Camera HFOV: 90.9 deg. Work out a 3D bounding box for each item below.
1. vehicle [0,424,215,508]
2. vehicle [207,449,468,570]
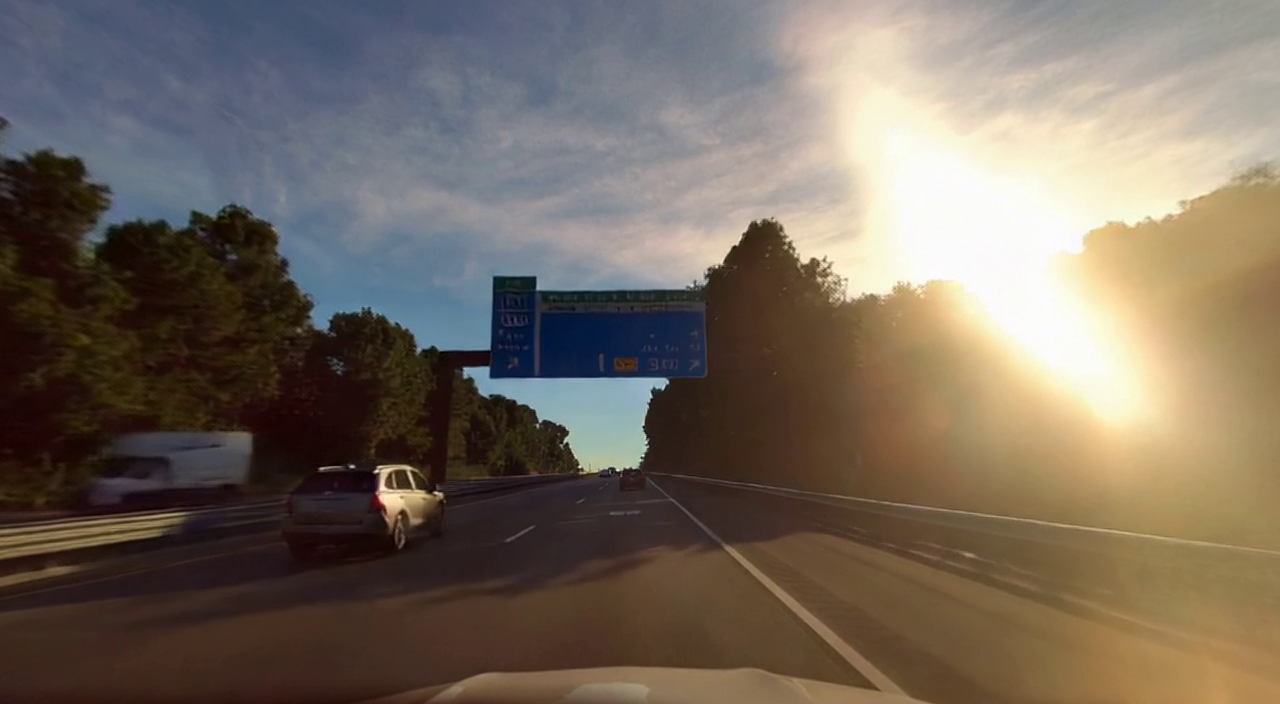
[{"bbox_3d":[-16.742,3.662,20.212,2.216,2.293,5.474,1,-11,1],"label":"vehicle"},{"bbox_3d":[-4.415,2.401,10.182,2.003,1.479,4.363,1,-11,0],"label":"vehicle"}]
